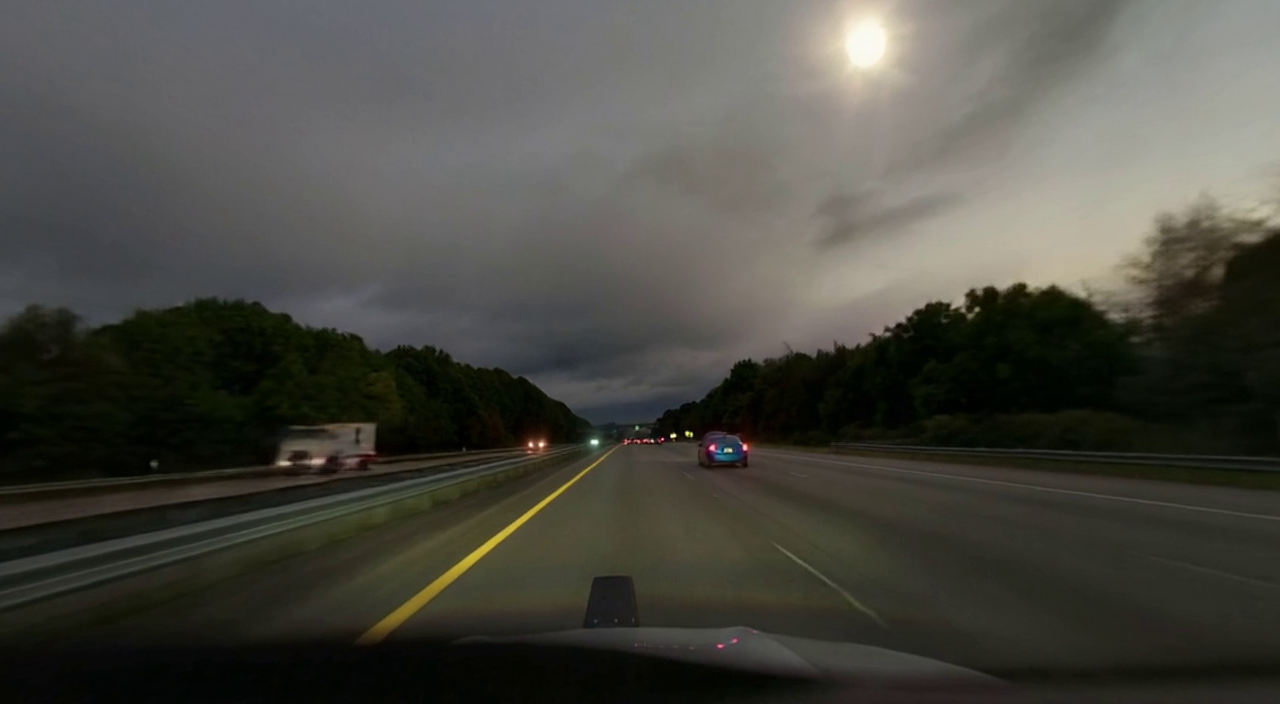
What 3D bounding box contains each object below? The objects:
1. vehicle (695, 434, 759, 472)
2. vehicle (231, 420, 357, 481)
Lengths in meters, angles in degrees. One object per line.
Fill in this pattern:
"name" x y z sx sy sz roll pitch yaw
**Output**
"vehicle" 3.656 4.312 27.336 2.017 1.502 4.369 0 -8 -2
"vehicle" -17.182 4.905 31.845 2.901 2.760 6.043 0 -8 0
